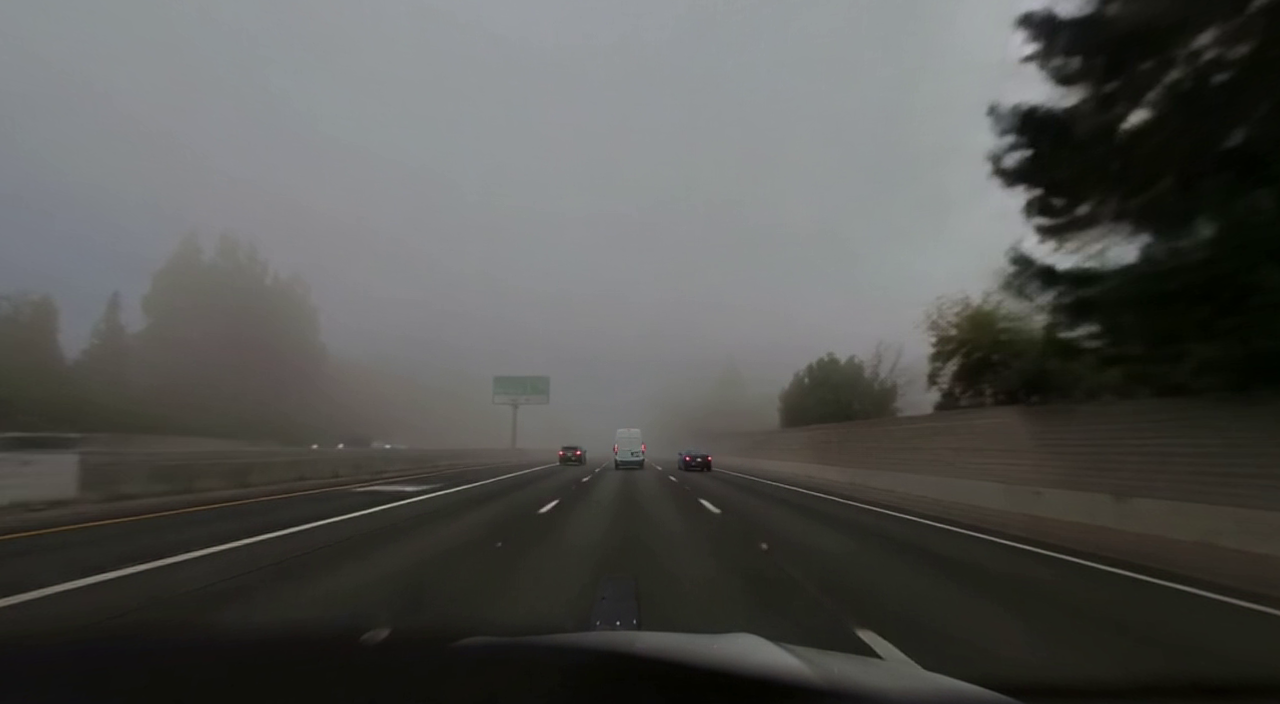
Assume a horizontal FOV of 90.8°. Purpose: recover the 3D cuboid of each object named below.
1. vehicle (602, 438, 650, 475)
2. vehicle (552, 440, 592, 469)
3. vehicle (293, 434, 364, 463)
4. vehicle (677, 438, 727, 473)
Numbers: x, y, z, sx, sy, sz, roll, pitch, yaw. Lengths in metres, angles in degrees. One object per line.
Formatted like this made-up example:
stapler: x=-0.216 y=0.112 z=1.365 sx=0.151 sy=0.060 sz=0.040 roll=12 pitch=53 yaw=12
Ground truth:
vehicle: x=-0.716 y=5.391 z=32.767 sx=2.297 sy=1.783 sz=4.355 roll=0 pitch=-8 yaw=-1
vehicle: x=-4.200 y=6.448 z=39.791 sx=2.023 sy=1.709 sz=4.263 roll=0 pitch=-8 yaw=0
vehicle: x=-17.893 y=5.587 z=36.526 sx=2.204 sy=1.562 sz=3.751 roll=0 pitch=-8 yaw=-1
vehicle: x=3.304 y=5.642 z=34.719 sx=2.160 sy=1.759 sz=4.214 roll=0 pitch=-8 yaw=-2
